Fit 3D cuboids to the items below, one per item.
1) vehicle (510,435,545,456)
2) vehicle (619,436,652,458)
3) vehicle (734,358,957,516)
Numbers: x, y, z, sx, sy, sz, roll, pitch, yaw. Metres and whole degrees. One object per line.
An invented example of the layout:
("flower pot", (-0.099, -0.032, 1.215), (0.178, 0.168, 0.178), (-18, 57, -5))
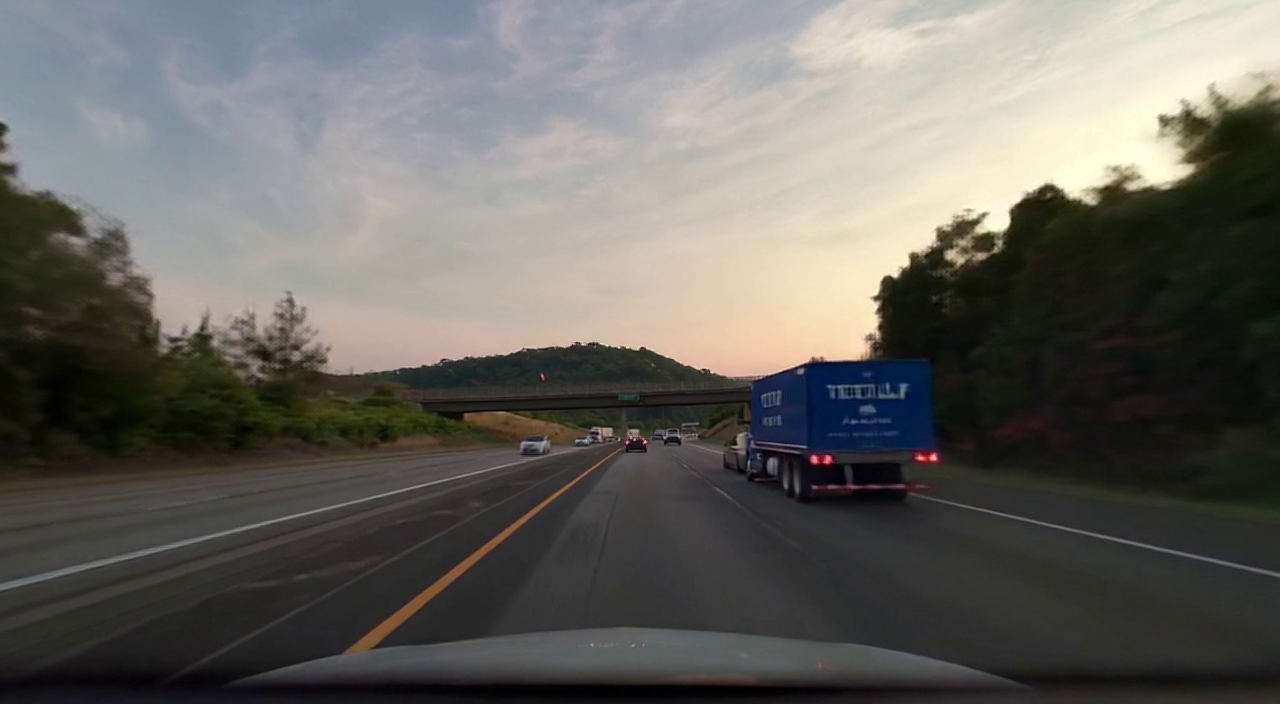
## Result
("vehicle", (-8.627, 7.197, 48.754), (1.973, 1.519, 4.176), (0, -7, 0))
("vehicle", (-0.288, 5.991, 40.067), (1.996, 1.325, 4.029), (0, -7, 0))
("vehicle", (4.078, 1.904, 14.326), (2.715, 2.746, 6.550), (0, -7, -1))
